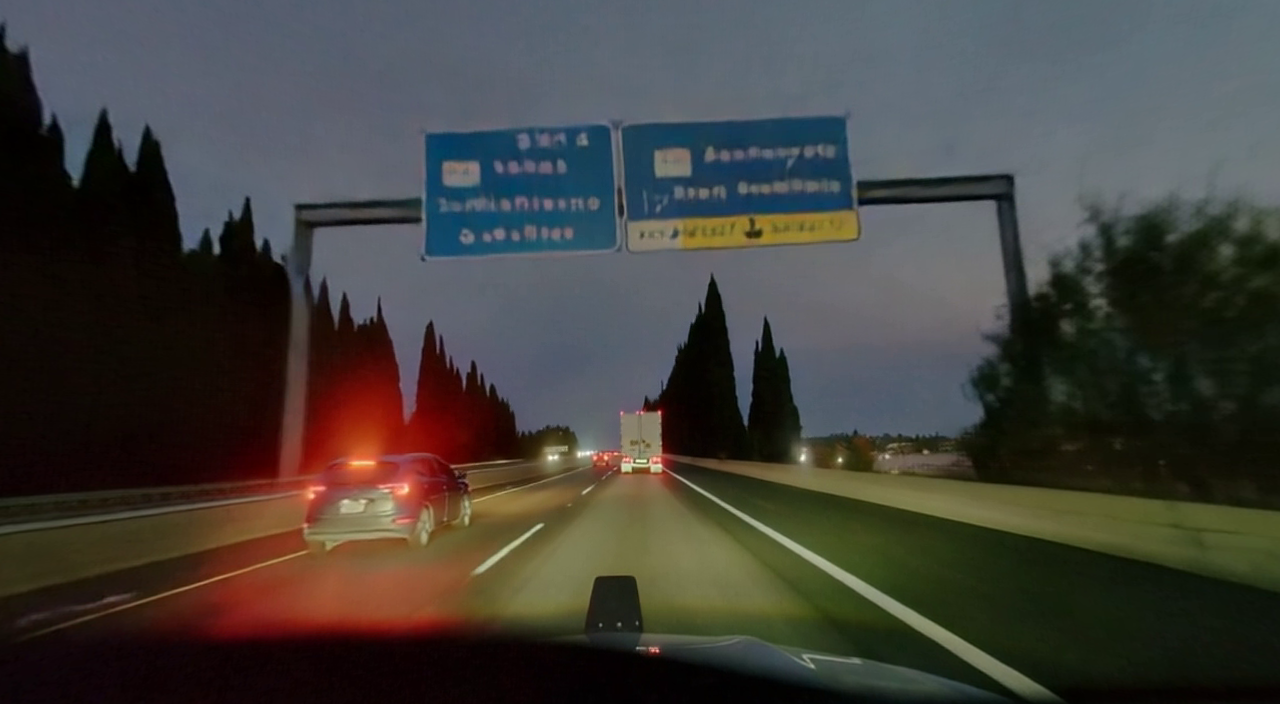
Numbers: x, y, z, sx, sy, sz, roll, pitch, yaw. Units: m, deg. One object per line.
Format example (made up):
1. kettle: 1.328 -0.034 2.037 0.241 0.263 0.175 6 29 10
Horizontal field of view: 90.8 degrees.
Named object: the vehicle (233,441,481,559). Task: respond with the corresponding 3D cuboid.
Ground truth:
1. vehicle: -4.089 2.194 10.069 1.968 1.460 4.227 0 -9 0
